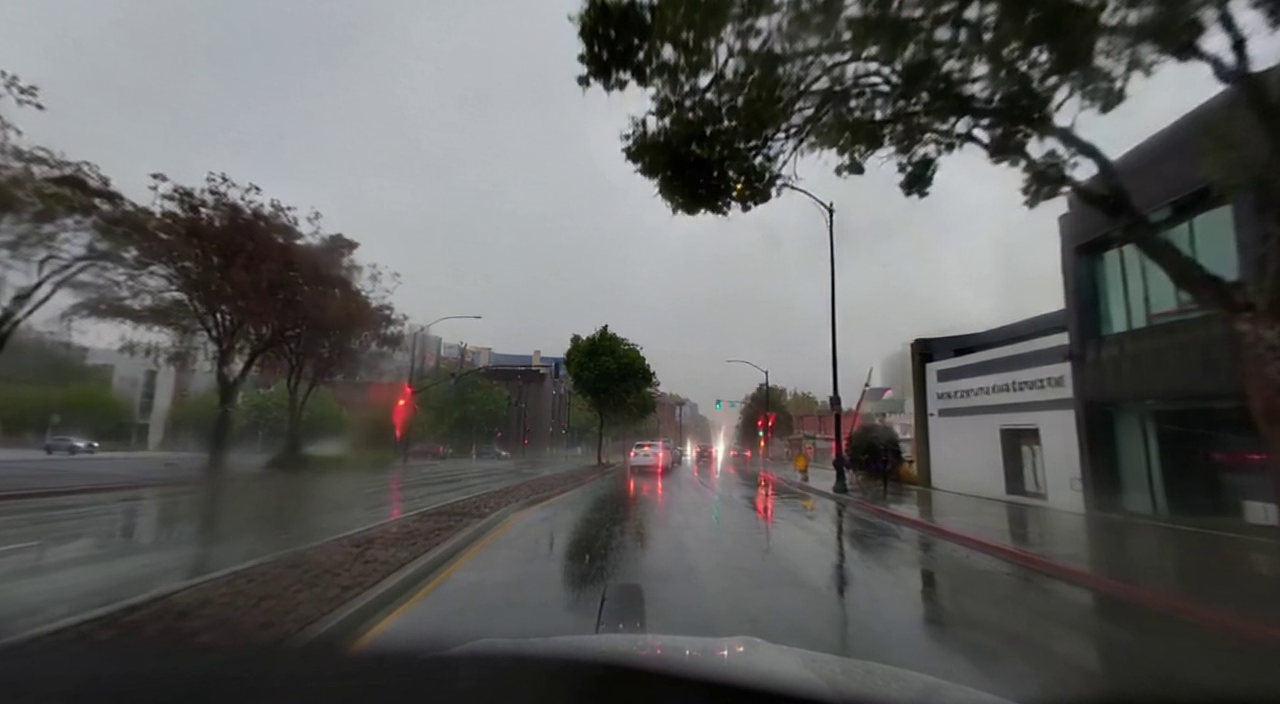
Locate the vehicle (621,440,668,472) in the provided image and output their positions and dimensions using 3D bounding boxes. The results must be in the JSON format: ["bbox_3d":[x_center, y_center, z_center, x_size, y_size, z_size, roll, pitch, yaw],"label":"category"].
[{"bbox_3d":[0.307,5.255,32.021,2.173,1.479,4.264,-1,-9,4],"label":"vehicle"}]
